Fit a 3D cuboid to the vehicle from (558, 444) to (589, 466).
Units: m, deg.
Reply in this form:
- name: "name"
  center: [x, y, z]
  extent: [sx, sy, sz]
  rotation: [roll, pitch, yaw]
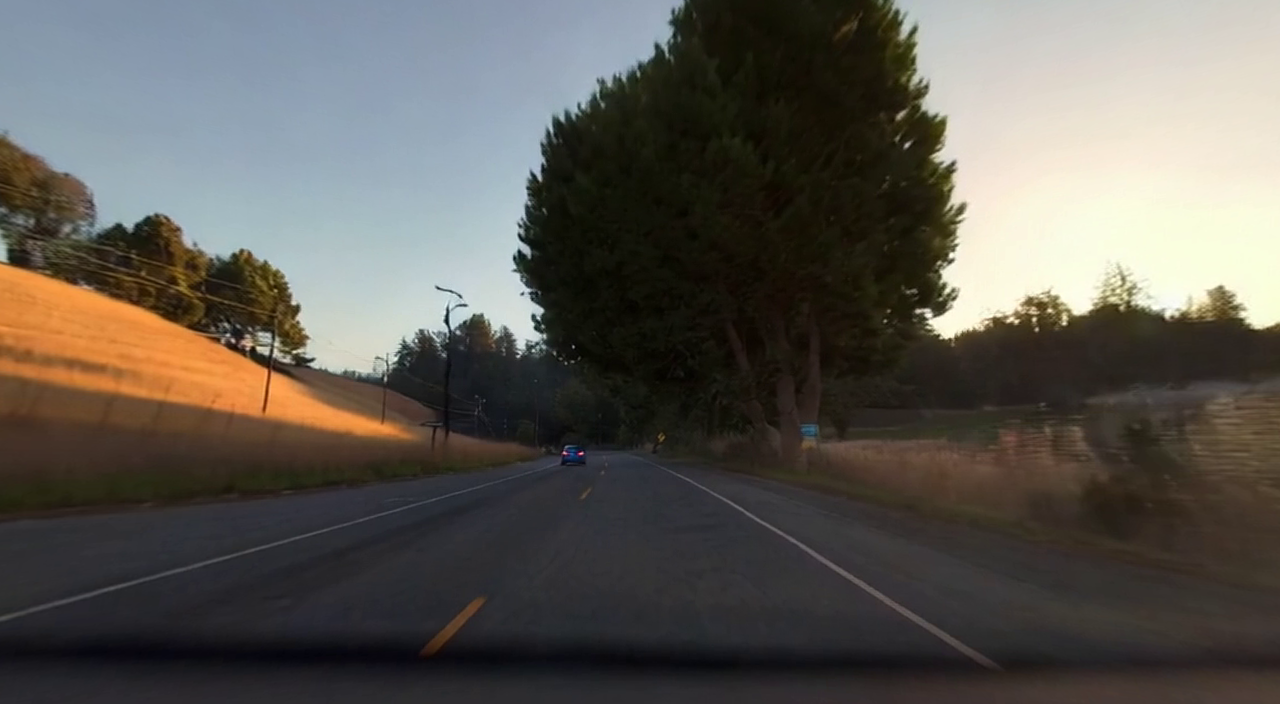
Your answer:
- name: "vehicle"
  center: [-4.738, 7.420, 45.588]
  extent: [1.968, 1.503, 4.443]
  rotation: [0, -8, -3]
